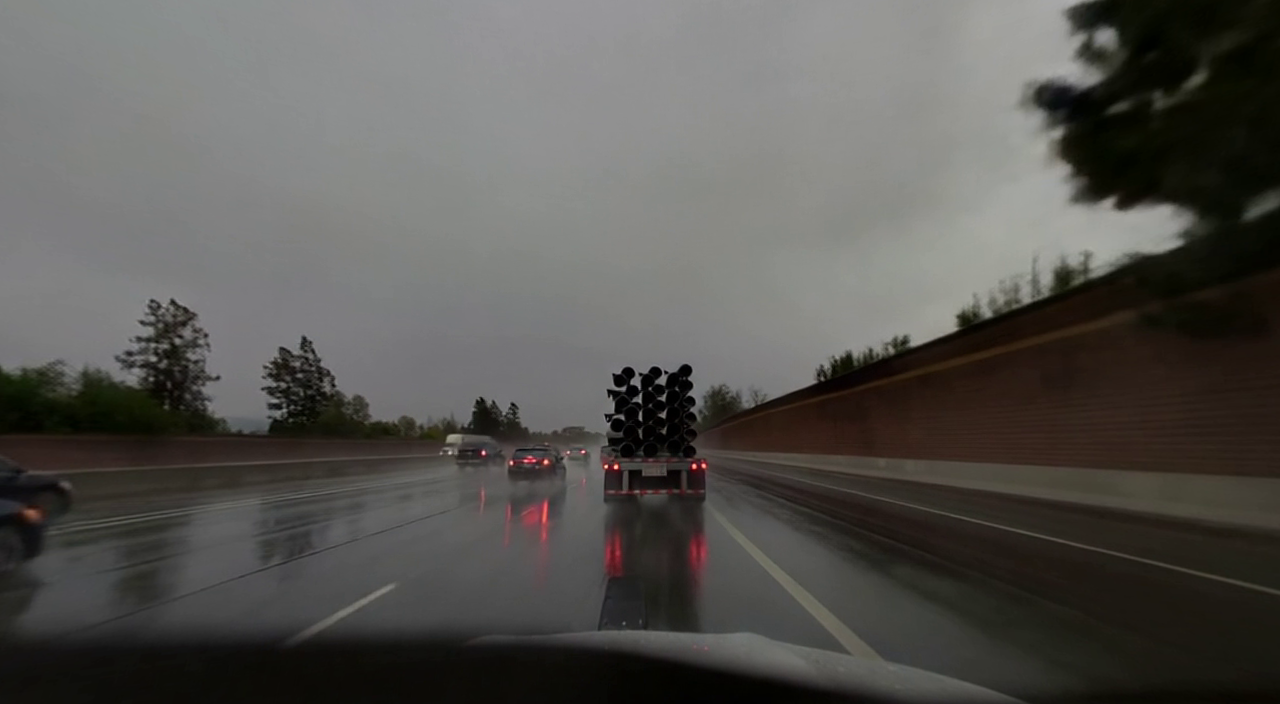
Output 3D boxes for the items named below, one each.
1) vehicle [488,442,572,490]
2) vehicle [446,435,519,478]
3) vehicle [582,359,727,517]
[{"bbox_3d":[-3.642,3.850,21.723,1.974,1.475,4.538,0,-8,1],"label":"vehicle"},{"bbox_3d":[-7.459,5.007,30.412,2.164,1.874,5.004,0,-8,0],"label":"vehicle"},{"bbox_3d":[0.323,2.278,16.551,2.798,3.071,8.412,0,-8,1],"label":"vehicle"}]
